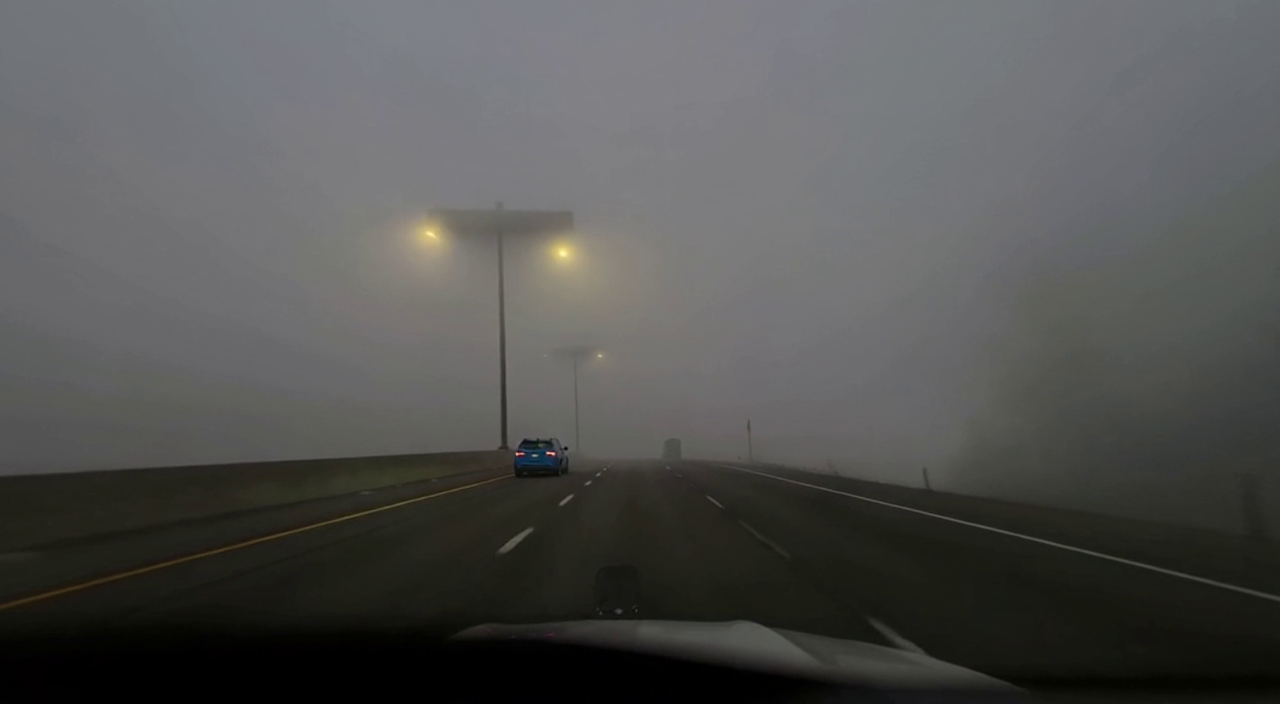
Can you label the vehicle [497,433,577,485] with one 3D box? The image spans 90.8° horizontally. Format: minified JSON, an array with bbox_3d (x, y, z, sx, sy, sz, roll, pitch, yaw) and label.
[{"bbox_3d":[-3.841,4.116,24.501,2.205,1.773,5.124,0,-9,0],"label":"vehicle"}]
